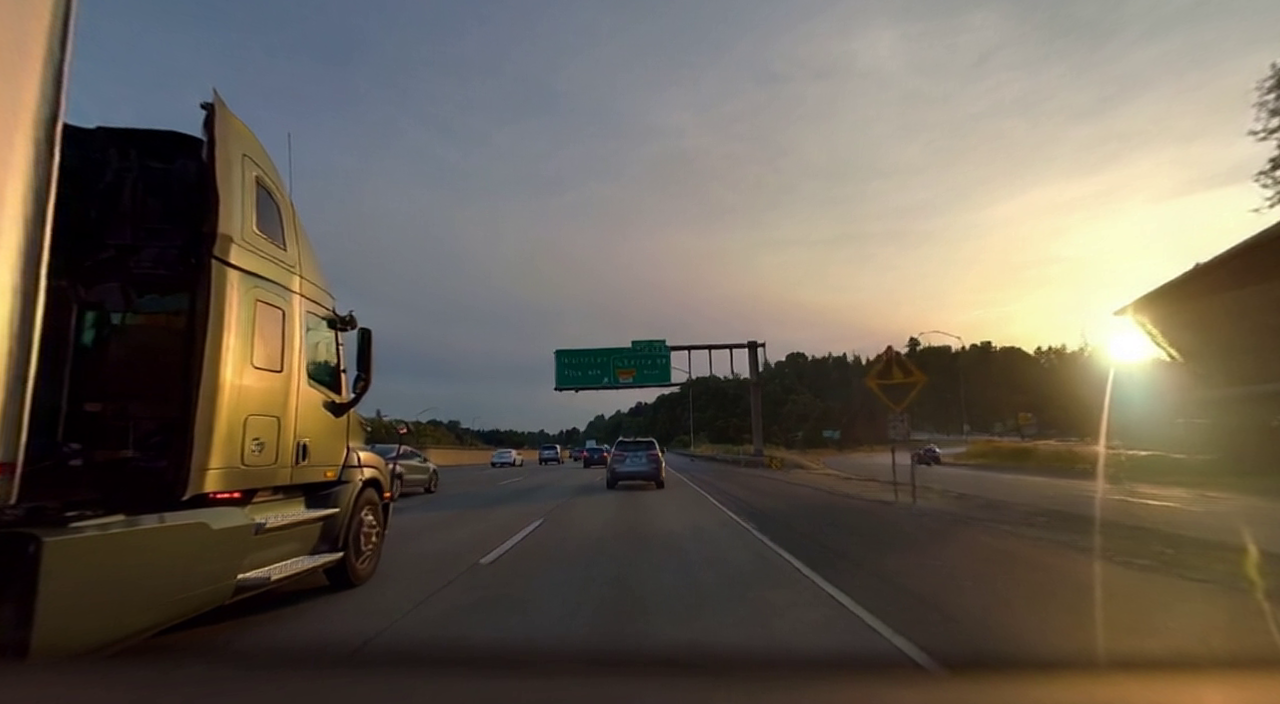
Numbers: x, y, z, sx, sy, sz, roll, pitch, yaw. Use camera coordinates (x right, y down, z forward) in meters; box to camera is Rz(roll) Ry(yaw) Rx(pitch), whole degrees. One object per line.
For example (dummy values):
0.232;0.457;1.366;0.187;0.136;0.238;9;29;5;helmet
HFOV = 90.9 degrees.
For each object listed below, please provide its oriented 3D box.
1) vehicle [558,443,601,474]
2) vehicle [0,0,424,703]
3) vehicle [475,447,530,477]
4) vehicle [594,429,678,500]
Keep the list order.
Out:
-3.440;6.136;36.588;1.952;1.649;4.131;0;-9;1;vehicle
-3.869;-0.460;2.024;2.990;3.885;8.540;0;-9;2;vehicle
-7.131;5.747;33.180;1.869;1.466;4.217;0;-9;1;vehicle
-0.071;3.170;18.090;2.152;1.779;3.924;0;-9;1;vehicle
